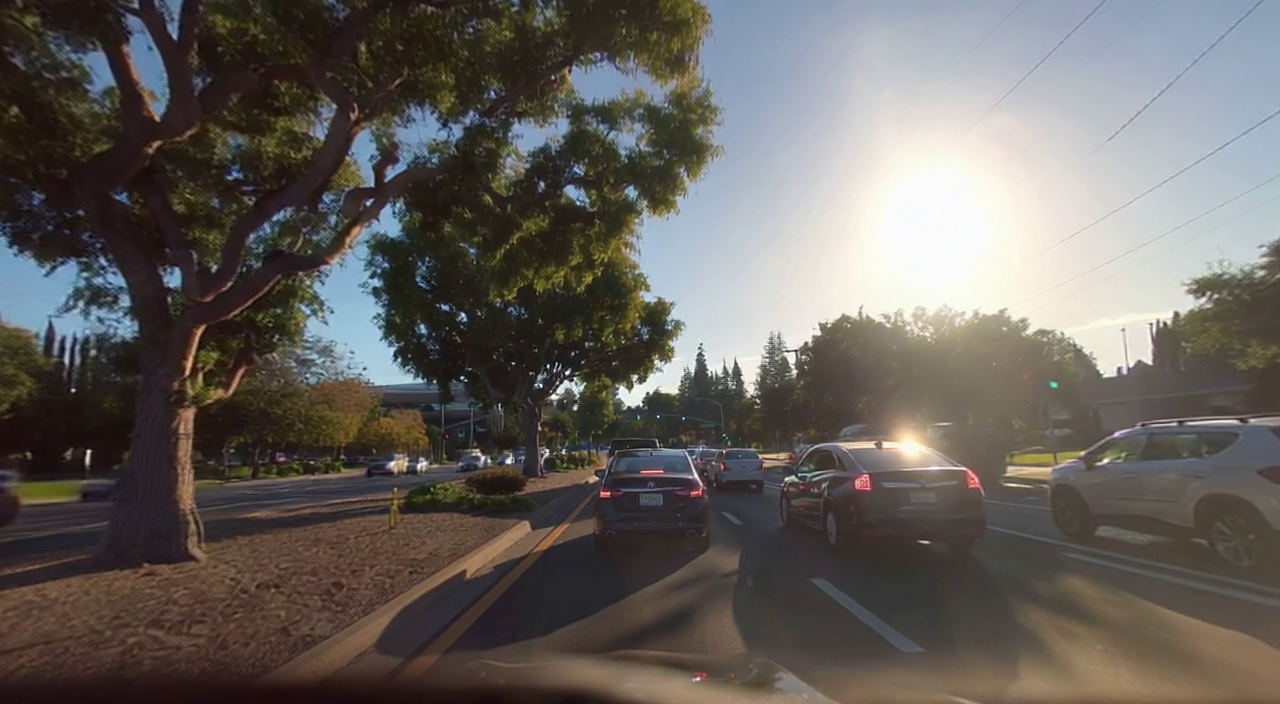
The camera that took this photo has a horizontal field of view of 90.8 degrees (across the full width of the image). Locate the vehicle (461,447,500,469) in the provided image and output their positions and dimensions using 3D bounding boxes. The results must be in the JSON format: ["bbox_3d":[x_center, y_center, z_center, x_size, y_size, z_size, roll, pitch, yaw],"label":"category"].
[{"bbox_3d":[-12.506,8.327,49.802,1.963,1.649,4.290,0,-9,0],"label":"vehicle"}]

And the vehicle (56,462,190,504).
[{"bbox_3d":[-21.521,5.440,26.602,1.815,1.449,4.616,0,-9,-1],"label":"vehicle"}]

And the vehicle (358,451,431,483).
[{"bbox_3d":[-12.358,5.813,32.160,1.943,1.467,4.442,0,-9,0],"label":"vehicle"}]

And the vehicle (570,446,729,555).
[{"bbox_3d":[0.093,2.178,10.009,1.990,1.347,4.067,0,-9,-1],"label":"vehicle"}]

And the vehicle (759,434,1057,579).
[{"bbox_3d":[3.190,1.945,8.942,1.970,1.445,4.974,0,-9,-1],"label":"vehicle"}]

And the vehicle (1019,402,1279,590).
[{"bbox_3d":[6.921,1.594,7.561,1.987,1.730,4.373,0,-9,-1],"label":"vehicle"}]
